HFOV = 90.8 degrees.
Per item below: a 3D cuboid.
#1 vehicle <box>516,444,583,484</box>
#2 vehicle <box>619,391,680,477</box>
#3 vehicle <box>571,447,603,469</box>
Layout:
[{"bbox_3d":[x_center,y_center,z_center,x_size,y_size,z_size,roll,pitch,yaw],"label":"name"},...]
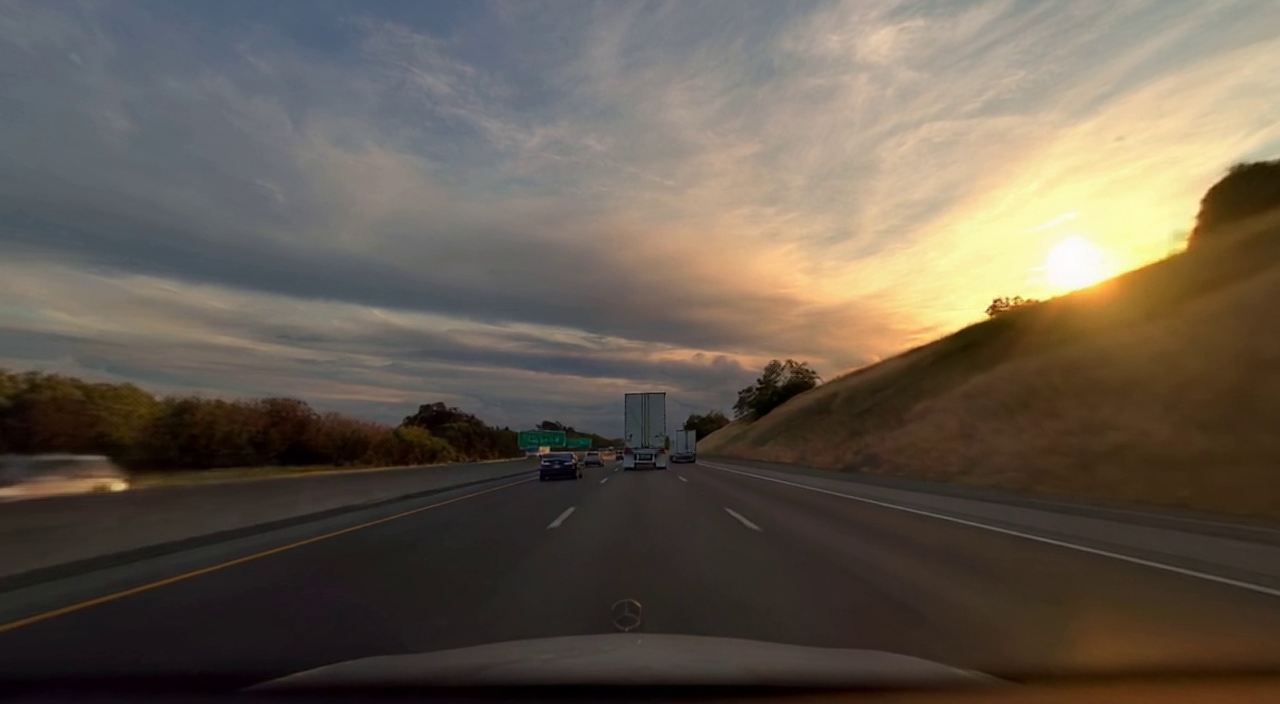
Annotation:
[{"bbox_3d":[-3.663,4.631,26.370,2.053,1.489,4.740,0,-9,0],"label":"vehicle"},{"bbox_3d":[0.374,4.748,35.686,2.919,4.048,11.010,0,-9,-1],"label":"vehicle"},{"bbox_3d":[-3.770,7.638,45.614,2.051,1.537,4.111,0,-9,-1],"label":"vehicle"}]
